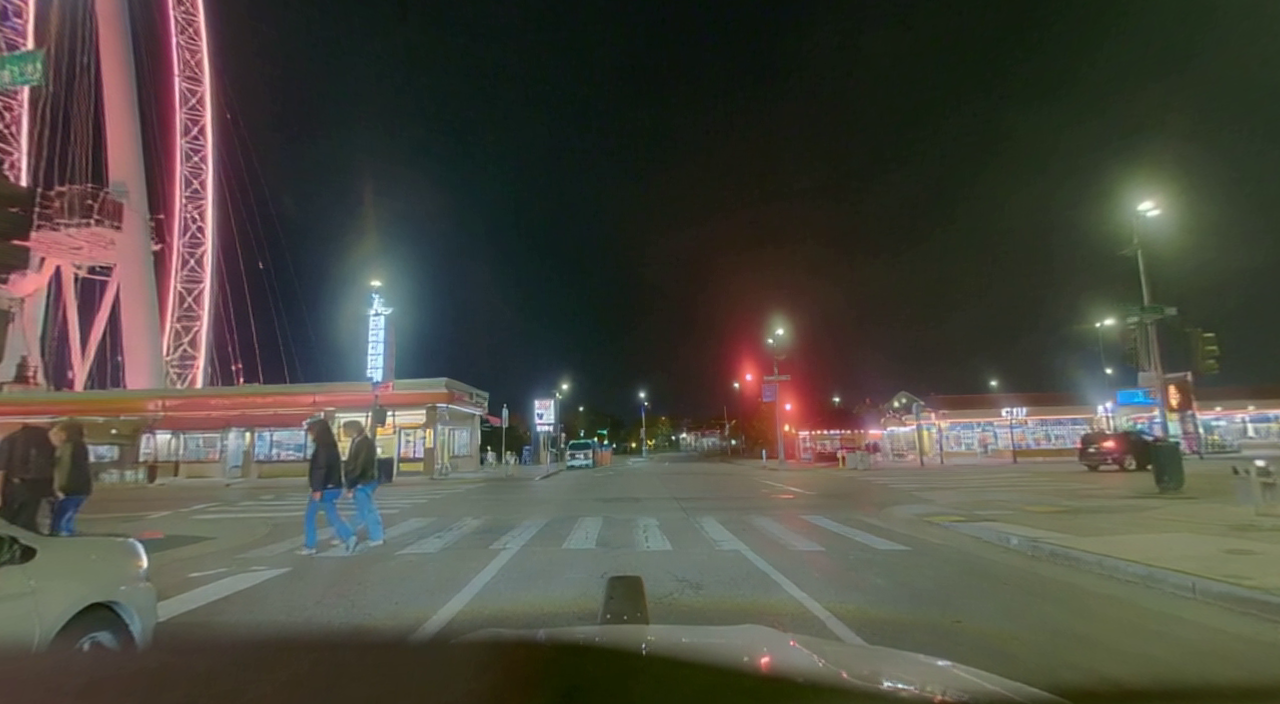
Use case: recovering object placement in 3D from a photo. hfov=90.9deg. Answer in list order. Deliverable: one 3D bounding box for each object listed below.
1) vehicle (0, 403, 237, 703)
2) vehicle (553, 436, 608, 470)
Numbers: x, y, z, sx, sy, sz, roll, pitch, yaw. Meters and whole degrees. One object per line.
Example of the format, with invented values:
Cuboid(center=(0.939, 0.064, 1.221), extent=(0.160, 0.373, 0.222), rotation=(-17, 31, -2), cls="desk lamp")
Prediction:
Cuboid(center=(-3.374, 0.785, 1.193), extent=(1.940, 1.505, 4.676), rotation=(-1, -9, 3), cls="vehicle")
Cuboid(center=(-3.915, 6.403, 40.247), extent=(2.549, 2.000, 5.699), rotation=(2, -9, -15), cls="vehicle")
